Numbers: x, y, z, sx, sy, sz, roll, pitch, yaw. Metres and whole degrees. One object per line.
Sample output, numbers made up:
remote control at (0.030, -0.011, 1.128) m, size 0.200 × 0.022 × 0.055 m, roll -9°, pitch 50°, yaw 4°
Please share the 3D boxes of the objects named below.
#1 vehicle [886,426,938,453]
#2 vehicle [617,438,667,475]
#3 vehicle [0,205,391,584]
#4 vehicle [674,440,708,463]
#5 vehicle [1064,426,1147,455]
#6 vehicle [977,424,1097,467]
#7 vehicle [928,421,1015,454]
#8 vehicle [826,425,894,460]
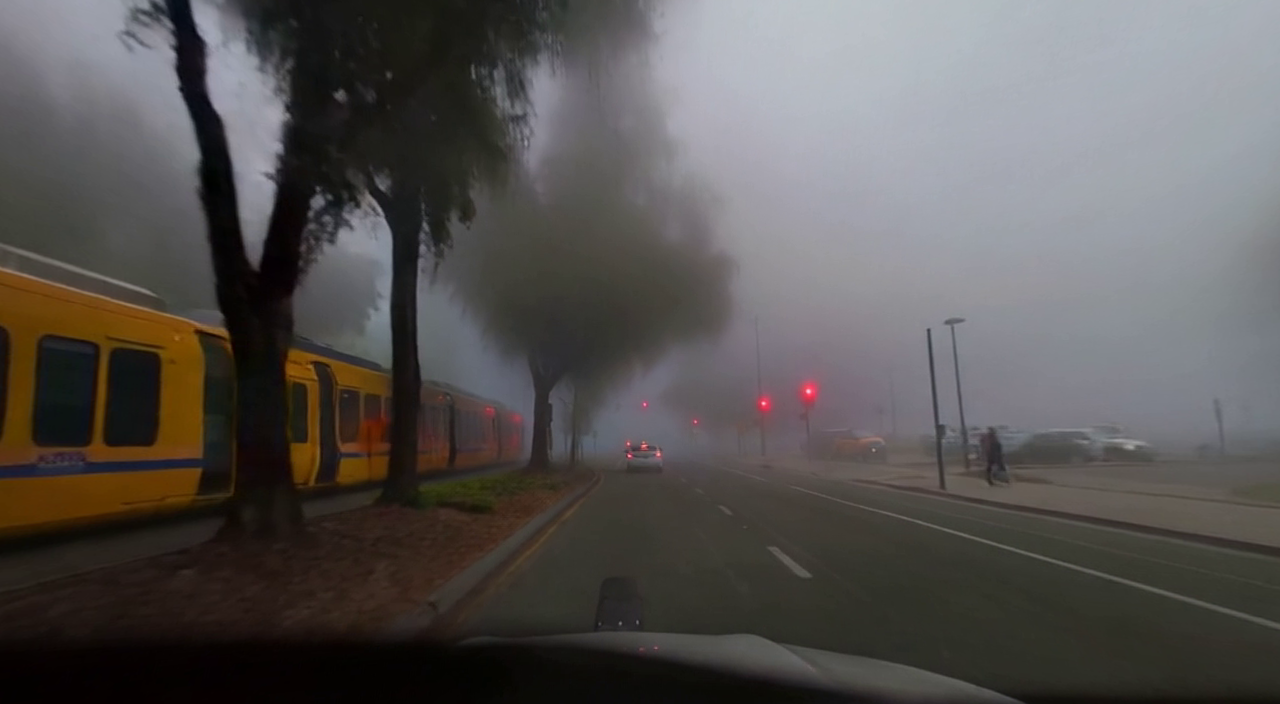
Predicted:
vehicle at (19.699, 6.370, 46.010) m, size 1.914 × 1.823 × 4.334 m, roll 0°, pitch -8°, yaw 2°
vehicle at (0.076, 4.556, 27.782) m, size 2.002 × 1.471 × 4.337 m, roll 0°, pitch -8°, yaw 0°
vehicle at (-7.750, 0.759, 9.087) m, size 2.897 × 3.700 × 13.528 m, roll 0°, pitch -7°, yaw 0°
vehicle at (3.378, 6.727, 42.717) m, size 1.944 × 1.447 × 4.392 m, roll 0°, pitch -8°, yaw 0°
vehicle at (26.828, 5.059, 36.566) m, size 1.809 × 1.455 × 3.959 m, roll -3°, pitch -6°, yaw 2°
vehicle at (15.332, 3.642, 24.743) m, size 1.780 × 1.498 × 4.611 m, roll 0°, pitch -8°, yaw 1°
vehicle at (19.435, 5.101, 37.420) m, size 2.159 × 1.817 × 5.675 m, roll 0°, pitch -8°, yaw 1°
vehicle at (13.226, 5.507, 38.387) m, size 2.145 × 1.911 × 5.581 m, roll 0°, pitch -8°, yaw 0°
